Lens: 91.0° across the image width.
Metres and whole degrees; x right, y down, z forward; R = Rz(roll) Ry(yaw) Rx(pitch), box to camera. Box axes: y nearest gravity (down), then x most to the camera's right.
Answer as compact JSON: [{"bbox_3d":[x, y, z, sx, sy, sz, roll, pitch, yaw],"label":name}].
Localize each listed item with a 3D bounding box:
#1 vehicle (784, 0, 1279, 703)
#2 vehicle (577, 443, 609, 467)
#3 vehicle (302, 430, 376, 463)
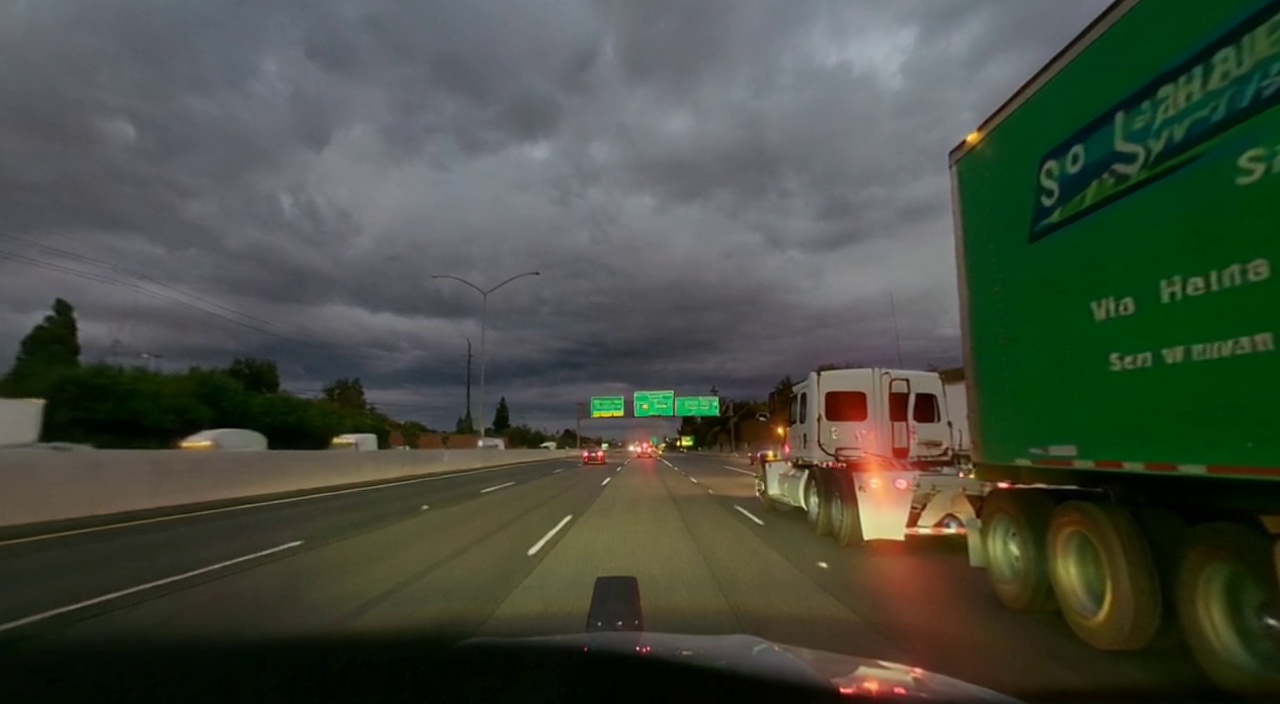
[{"bbox_3d":[3.890,-0.243,2.732,2.899,4.078,16.430,0,-8,1],"label":"vehicle"},{"bbox_3d":[-3.526,7.826,47.999,2.000,1.658,4.155,0,-9,1],"label":"vehicle"},{"bbox_3d":[-21.301,6.721,44.859,2.350,2.196,5.689,0,-9,1],"label":"vehicle"}]
